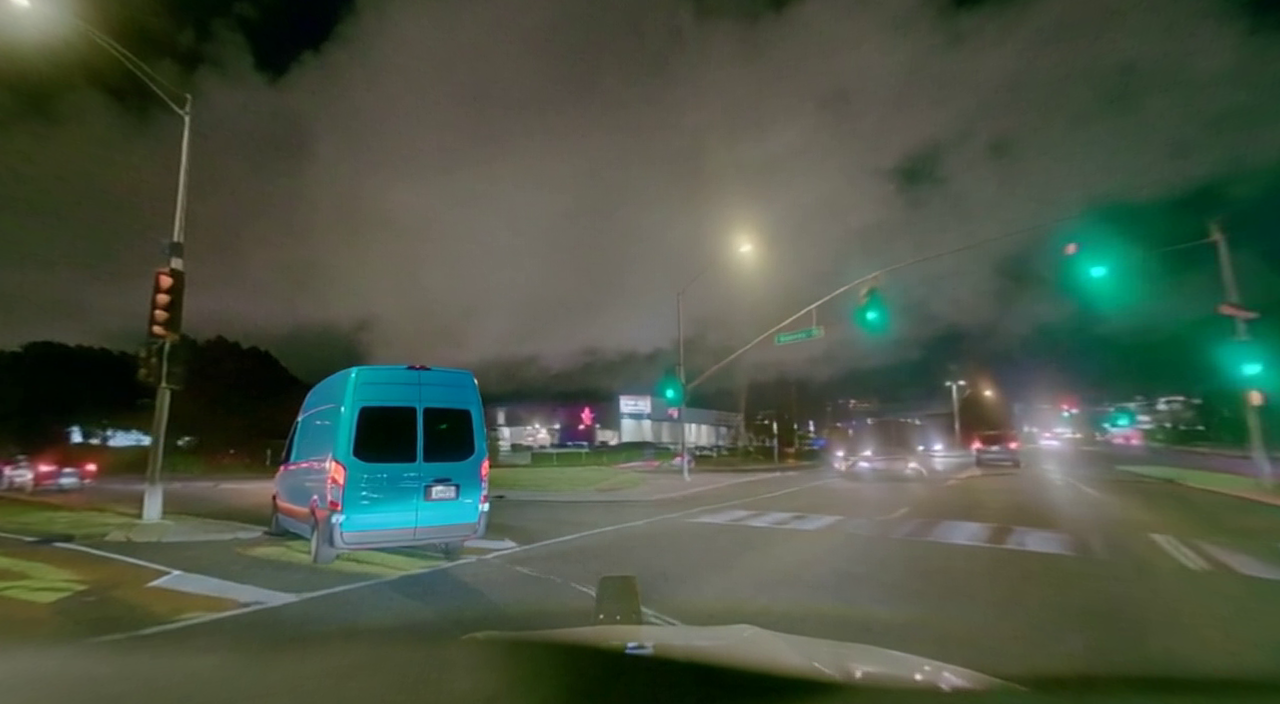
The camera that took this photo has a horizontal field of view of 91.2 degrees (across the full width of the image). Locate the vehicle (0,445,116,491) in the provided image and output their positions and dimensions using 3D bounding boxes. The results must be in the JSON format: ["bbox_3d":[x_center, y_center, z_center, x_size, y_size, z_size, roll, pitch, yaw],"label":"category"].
[{"bbox_3d":[-21.927,4.282,23.381,4.457,1.533,1.933,-5,-10,28],"label":"vehicle"}]

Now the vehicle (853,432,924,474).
[{"bbox_3d":[10.514,4.221,26.304,2.017,1.599,4.436,-5,-10,30],"label":"vehicle"}]

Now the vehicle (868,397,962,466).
[{"bbox_3d":[16.523,4.826,36.814,3.158,3.294,13.584,-5,-10,31],"label":"vehicle"}]

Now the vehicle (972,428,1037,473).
[{"bbox_3d":[14.481,3.901,24.857,1.948,1.613,3.879,-6,-10,31],"label":"vehicle"}]

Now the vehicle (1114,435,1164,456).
[{"bbox_3d":[37.103,6.947,46.700,2.144,1.473,4.250,-5,-10,29],"label":"vehicle"}]

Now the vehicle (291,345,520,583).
[{"bbox_3d":[-4.067,1.679,10.053,2.432,2.624,5.670,4,-10,-29],"label":"vehicle"}]
